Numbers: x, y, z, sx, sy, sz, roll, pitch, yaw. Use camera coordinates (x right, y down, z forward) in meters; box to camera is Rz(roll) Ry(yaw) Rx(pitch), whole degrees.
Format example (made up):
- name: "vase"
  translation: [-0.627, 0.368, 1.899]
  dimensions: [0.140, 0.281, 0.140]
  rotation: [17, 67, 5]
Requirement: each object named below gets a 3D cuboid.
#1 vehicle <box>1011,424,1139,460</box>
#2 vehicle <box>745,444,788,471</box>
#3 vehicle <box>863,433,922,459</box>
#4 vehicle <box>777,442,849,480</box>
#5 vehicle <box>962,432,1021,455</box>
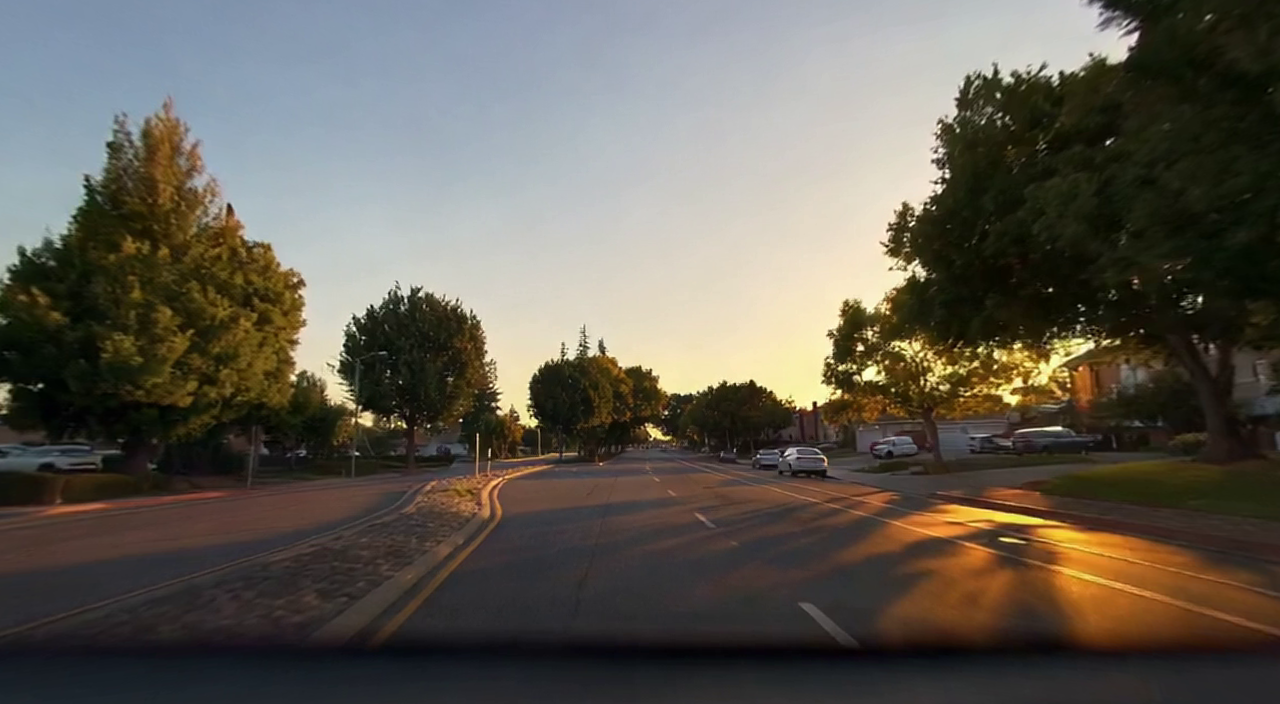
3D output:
- name: "vehicle"
  translation: [24.326, 5.098, 35.571]
  dimensions: [1.979, 1.831, 5.479]
  rotation: [5, -10, -33]
- name: "vehicle"
  translation: [8.650, 7.224, 43.543]
  dimensions: [1.990, 1.728, 4.597]
  rotation: [0, -9, 0]
- name: "vehicle"
  translation: [18.187, 6.792, 45.808]
  dimensions: [2.018, 1.755, 5.379]
  rotation: [0, -9, -1]
- name: "vehicle"
  translation: [8.416, 5.329, 31.292]
  dimensions: [2.192, 1.714, 4.885]
  rotation: [0, -9, 0]
- name: "vehicle"
  translation: [25.437, 6.666, 45.842]
  dimensions: [1.878, 1.581, 4.259]
  rotation: [0, -9, 1]
